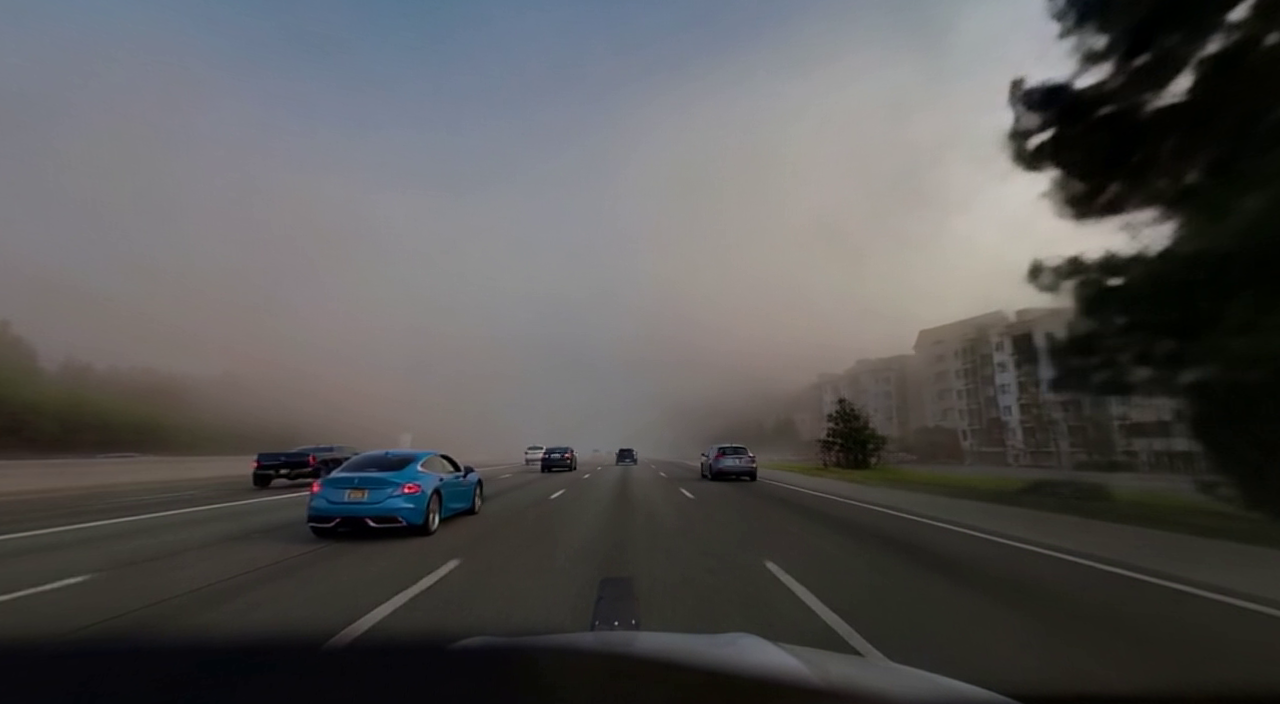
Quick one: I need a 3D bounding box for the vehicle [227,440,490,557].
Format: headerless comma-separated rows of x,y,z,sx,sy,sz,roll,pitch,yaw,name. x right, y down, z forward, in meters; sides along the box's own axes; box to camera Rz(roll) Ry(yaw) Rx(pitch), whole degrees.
-4.002,2.138,10.059,2.124,1.426,4.444,0,-8,0,vehicle

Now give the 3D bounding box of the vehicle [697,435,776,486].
3.338,3.857,22.798,2.061,1.658,4.417,0,-8,-2,vehicle

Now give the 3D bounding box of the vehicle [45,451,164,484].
-25.996,5.587,30.916,1.816,1.457,4.598,0,-8,0,vehicle

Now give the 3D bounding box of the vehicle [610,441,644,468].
-0.830,6.586,40.878,2.053,1.650,3.945,0,-8,-1,vehicle

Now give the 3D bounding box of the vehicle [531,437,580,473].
-4.390,5.425,33.437,2.044,1.774,4.329,0,-8,0,vehicle
